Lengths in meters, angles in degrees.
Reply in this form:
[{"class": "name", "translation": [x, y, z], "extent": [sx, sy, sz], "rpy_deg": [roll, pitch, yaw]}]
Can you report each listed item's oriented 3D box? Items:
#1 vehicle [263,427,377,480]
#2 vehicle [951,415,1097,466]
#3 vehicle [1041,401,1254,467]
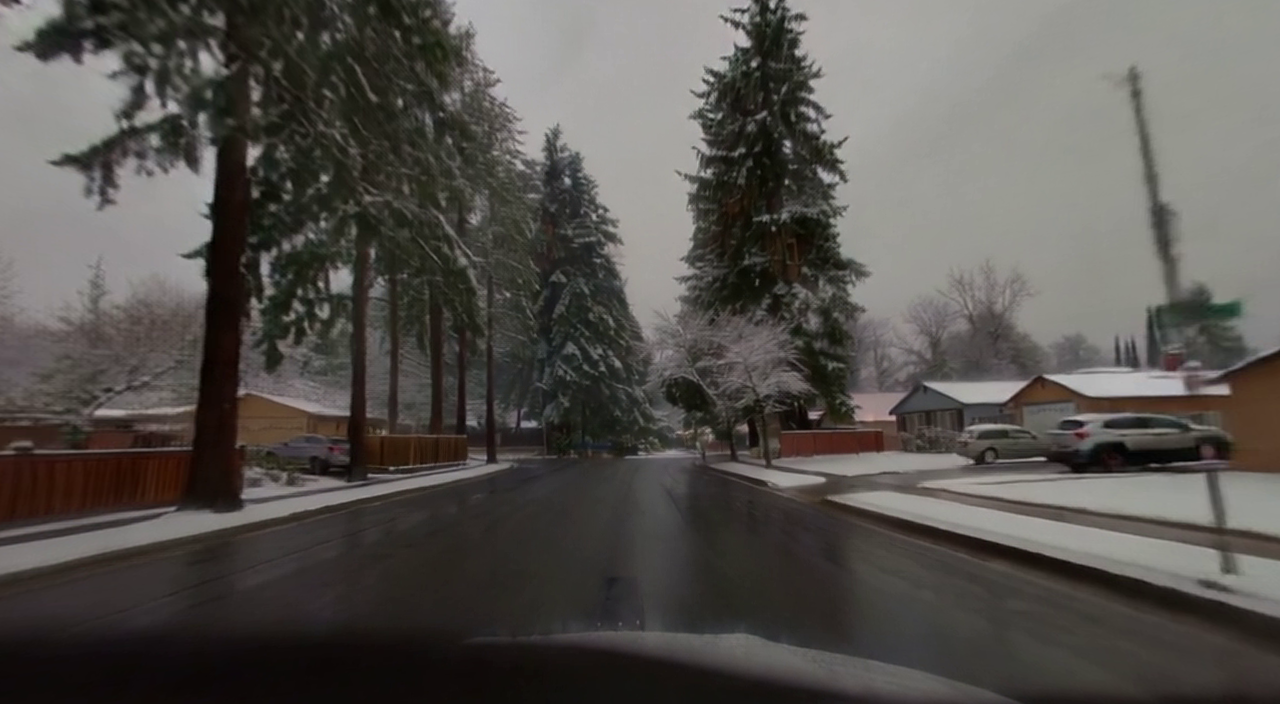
[{"class": "vehicle", "translation": [-12.521, 3.929, 24.627], "extent": [4.656, 1.835, 2.039], "rpy_deg": [-6, -11, 37]}, {"class": "vehicle", "translation": [13.089, 3.066, 21.806], "extent": [3.780, 1.601, 2.025], "rpy_deg": [-2, -9, 13]}, {"class": "vehicle", "translation": [14.391, 2.390, 18.266], "extent": [4.261, 1.725, 1.955], "rpy_deg": [-3, -9, 19]}]
